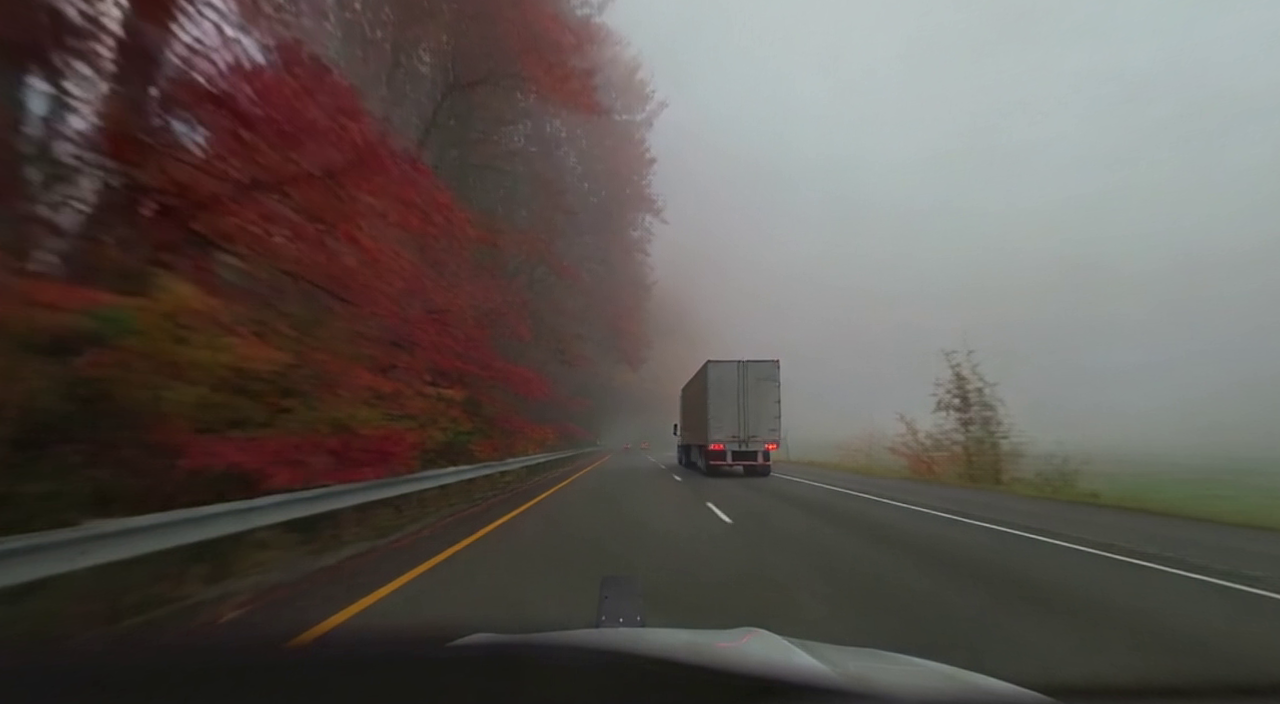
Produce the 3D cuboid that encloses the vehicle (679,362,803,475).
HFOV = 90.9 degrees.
[{"bbox_3d":[4.081,3.437,30.184,3.357,4.101,14.659,0,-8,-1],"label":"vehicle"}]
